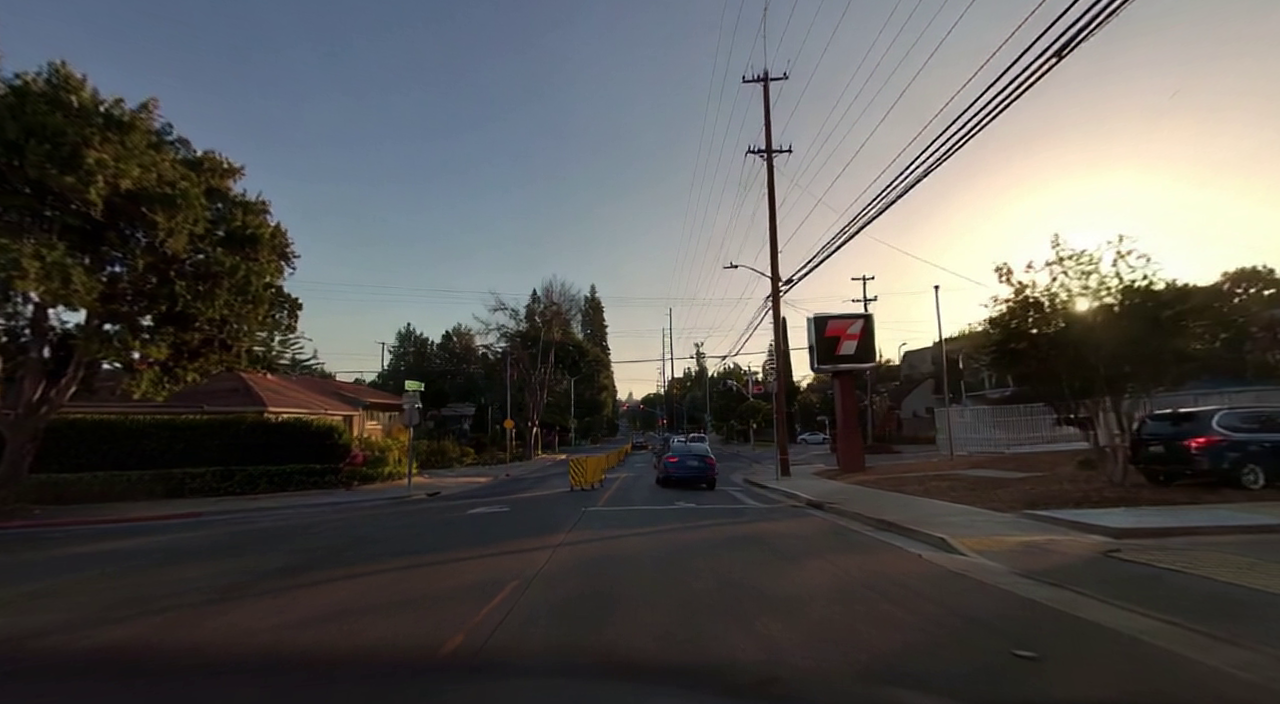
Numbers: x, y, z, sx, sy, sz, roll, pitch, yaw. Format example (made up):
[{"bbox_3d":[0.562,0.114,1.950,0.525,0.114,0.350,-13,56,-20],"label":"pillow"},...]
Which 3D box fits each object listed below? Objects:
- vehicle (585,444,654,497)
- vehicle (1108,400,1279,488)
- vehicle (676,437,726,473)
[{"bbox_3d":[-0.606,3.536,19.298,1.874,1.427,3.976,0,-8,-2],"label":"vehicle"},{"bbox_3d":[13.357,1.996,13.814,4.518,1.764,2.014,-1,-8,3],"label":"vehicle"},{"bbox_3d":[3.514,5.808,35.943,2.553,1.868,5.536,-1,-9,6],"label":"vehicle"}]
